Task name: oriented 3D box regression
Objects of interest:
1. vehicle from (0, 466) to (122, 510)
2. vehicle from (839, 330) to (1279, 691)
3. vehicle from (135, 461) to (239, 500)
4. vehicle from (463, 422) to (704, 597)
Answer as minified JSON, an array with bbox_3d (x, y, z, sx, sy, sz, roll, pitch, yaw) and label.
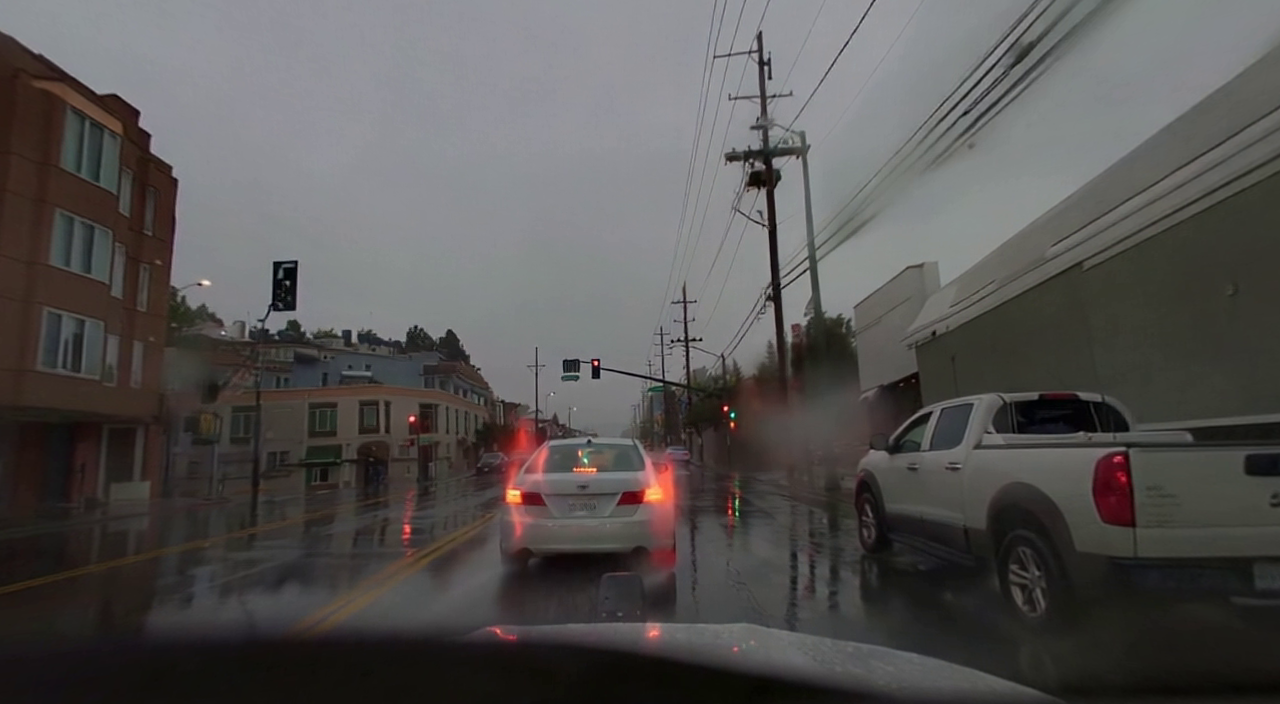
[{"bbox_3d":[-24.779,5.773,26.914,3.891,1.538,1.698,-4,-11,0],"label":"vehicle"},{"bbox_3d":[3.835,1.202,5.974,2.248,1.945,5.011,0,-8,0],"label":"vehicle"},{"bbox_3d":[-25.354,7.220,35.466,4.337,1.739,1.981,-5,-11,1],"label":"vehicle"},{"bbox_3d":[-0.478,1.631,7.435,2.019,1.453,4.129,0,-8,0],"label":"vehicle"}]
